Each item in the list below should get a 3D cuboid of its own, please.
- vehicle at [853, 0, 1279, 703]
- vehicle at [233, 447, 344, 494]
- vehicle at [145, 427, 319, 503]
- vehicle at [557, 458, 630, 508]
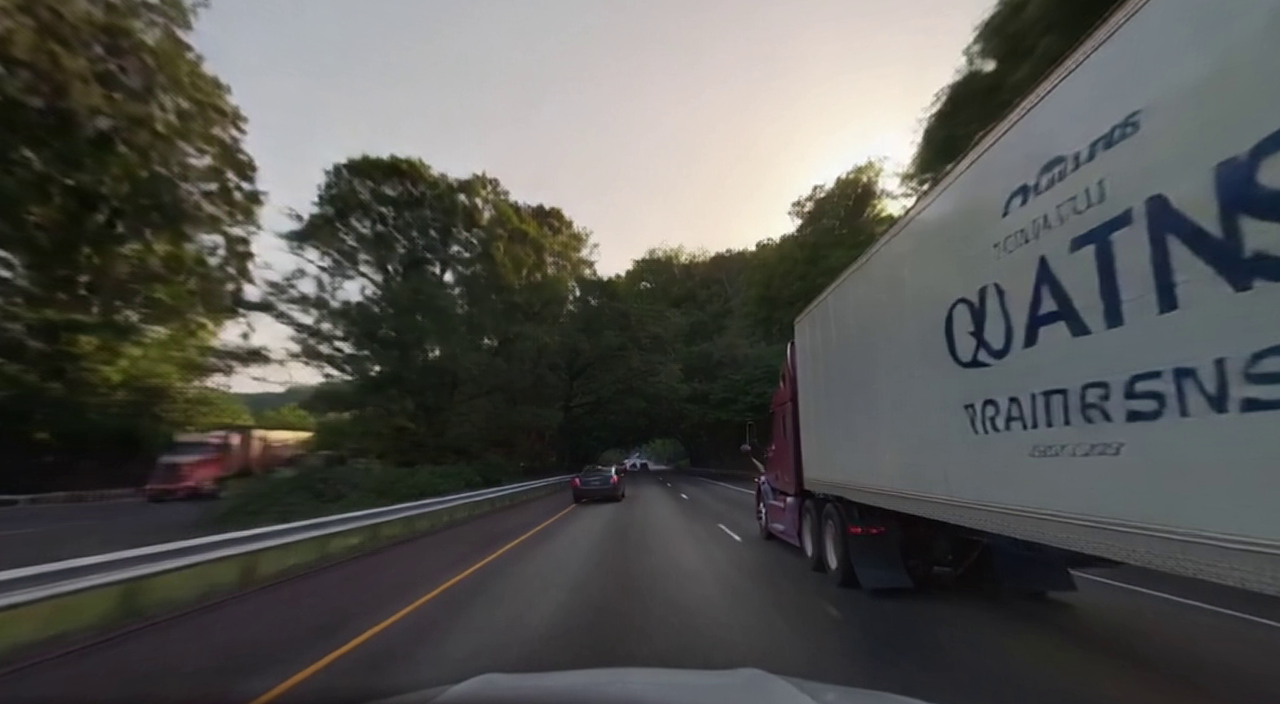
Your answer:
[{"bbox_3d":[3.866,-0.316,1.375,2.871,4.032,10.642,1,-10,-1],"label":"vehicle"},{"bbox_3d":[-15.831,5.393,28.791,2.090,1.914,5.099,1,-10,0],"label":"vehicle"},{"bbox_3d":[-20.494,5.830,32.625,2.862,3.296,8.901,0,-10,1],"label":"vehicle"},{"bbox_3d":[-1.383,4.153,20.249,2.032,1.407,3.641,0,-10,1],"label":"vehicle"}]
